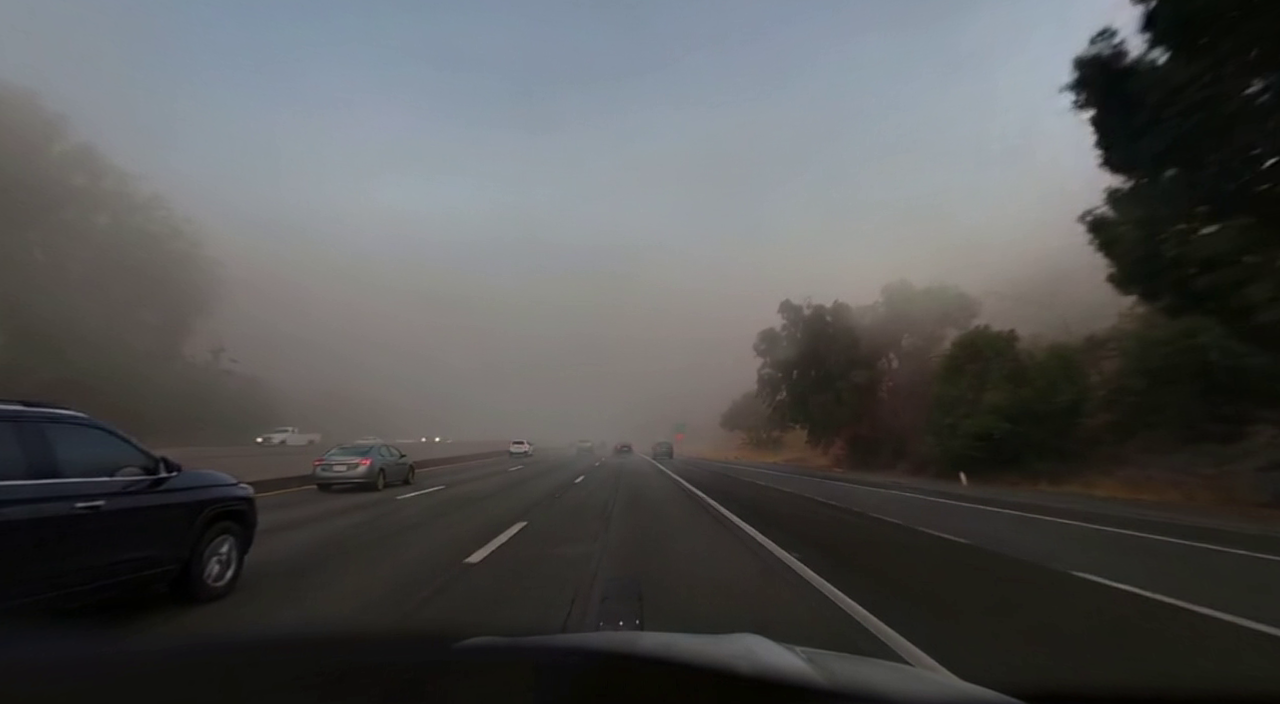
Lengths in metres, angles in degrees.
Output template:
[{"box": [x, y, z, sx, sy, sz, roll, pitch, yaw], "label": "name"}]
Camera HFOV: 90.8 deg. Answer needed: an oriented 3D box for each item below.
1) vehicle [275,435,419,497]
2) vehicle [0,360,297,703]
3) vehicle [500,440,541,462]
[{"box": [-8.085, 3.172, 17.979, 1.975, 1.520, 4.390, 0, -8, 0], "label": "vehicle"}, {"box": [-4.177, 0.926, 3.257, 2.166, 1.700, 4.661, 0, -8, 0], "label": "vehicle"}, {"box": [-8.300, 6.926, 44.379, 2.020, 1.447, 4.322, 0, -8, 0], "label": "vehicle"}]
